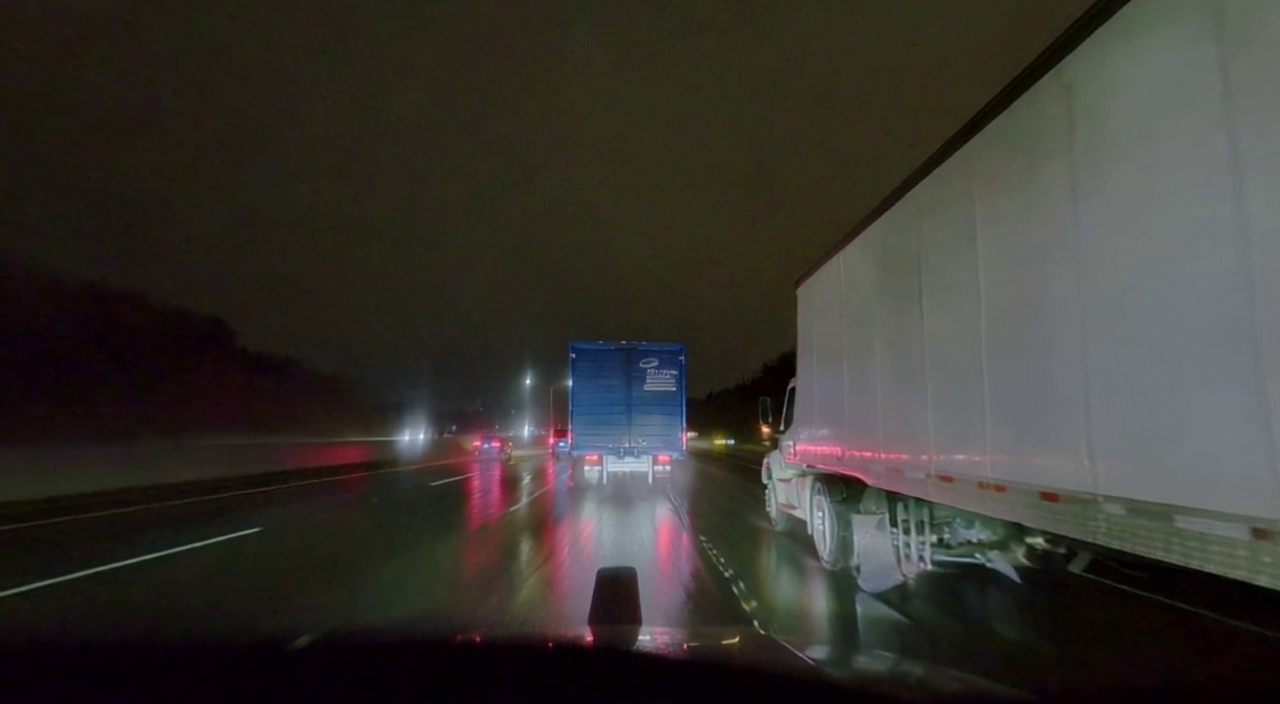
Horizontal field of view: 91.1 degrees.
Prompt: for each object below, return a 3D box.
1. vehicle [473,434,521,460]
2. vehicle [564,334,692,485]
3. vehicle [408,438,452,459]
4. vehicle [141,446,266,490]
[{"bbox_3d":[-8.517,5.687,37.793,1.940,1.488,3.976,0,-8,0],"label":"vehicle"},{"bbox_3d":[-0.330,2.257,22.478,3.442,4.106,10.719,0,-8,0],"label":"vehicle"},{"bbox_3d":[-16.331,7.521,49.026,1.911,1.562,4.014,0,-8,1],"label":"vehicle"},{"bbox_3d":[-16.429,4.352,23.944,1.884,1.465,3.988,0,-8,0],"label":"vehicle"}]
